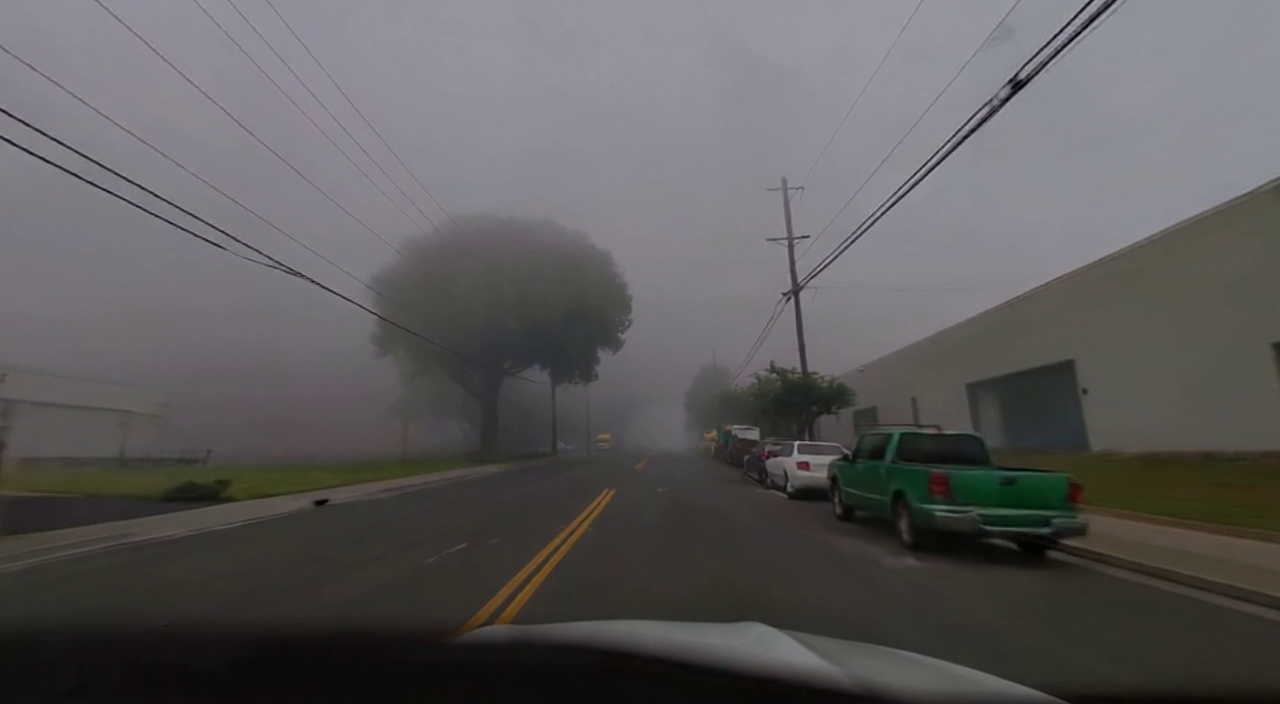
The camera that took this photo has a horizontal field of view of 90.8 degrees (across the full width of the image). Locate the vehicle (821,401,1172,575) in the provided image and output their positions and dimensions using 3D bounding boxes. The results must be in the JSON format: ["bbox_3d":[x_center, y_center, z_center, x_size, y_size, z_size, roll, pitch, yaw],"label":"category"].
[{"bbox_3d":[4.450,1.820,9.276,2.009,1.776,5.440,0,-9,1],"label":"vehicle"}]
